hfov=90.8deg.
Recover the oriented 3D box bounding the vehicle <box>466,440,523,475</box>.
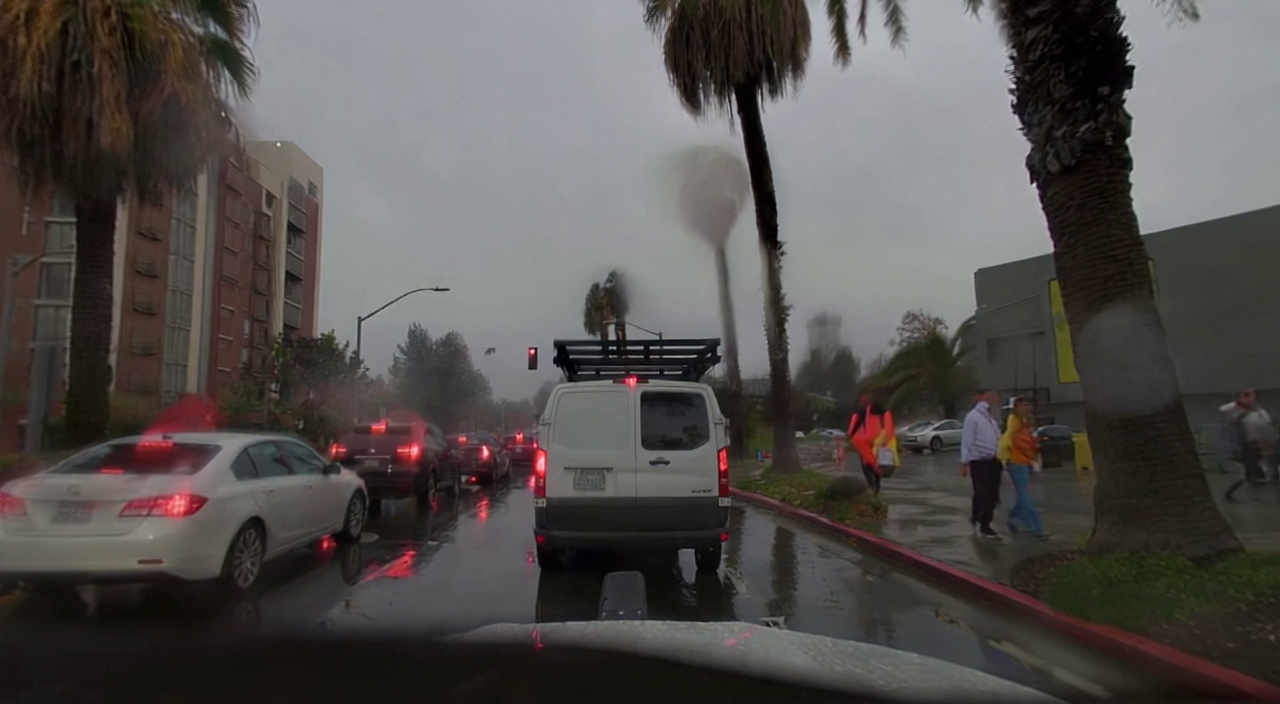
[{"bbox_3d":[-6.859,4.887,29.554,1.818,1.479,4.428,4,-9,-22],"label":"vehicle"}]

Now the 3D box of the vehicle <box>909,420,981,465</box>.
[{"bbox_3d":[12.628,3.757,26.042,2.046,1.675,3.924,-6,-10,33],"label":"vehicle"}]

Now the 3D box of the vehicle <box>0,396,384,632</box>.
[{"bbox_3d":[-4.410,1.466,6.665,1.986,1.643,4.315,1,-9,-6],"label":"vehicle"}]

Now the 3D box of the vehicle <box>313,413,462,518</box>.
[{"bbox_3d":[-5.225,2.412,13.881,2.089,1.854,5.022,2,-9,-11],"label":"vehicle"}]

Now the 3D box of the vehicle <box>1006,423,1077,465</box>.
[{"bbox_3d":[15.753,3.619,24.706,2.048,1.475,3.972,-6,-10,34],"label":"vehicle"}]

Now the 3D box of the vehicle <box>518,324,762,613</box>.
[{"bbox_3d":[-0.212,1.214,7.167,1.902,2.238,4.263,1,-9,-6],"label":"vehicle"}]
